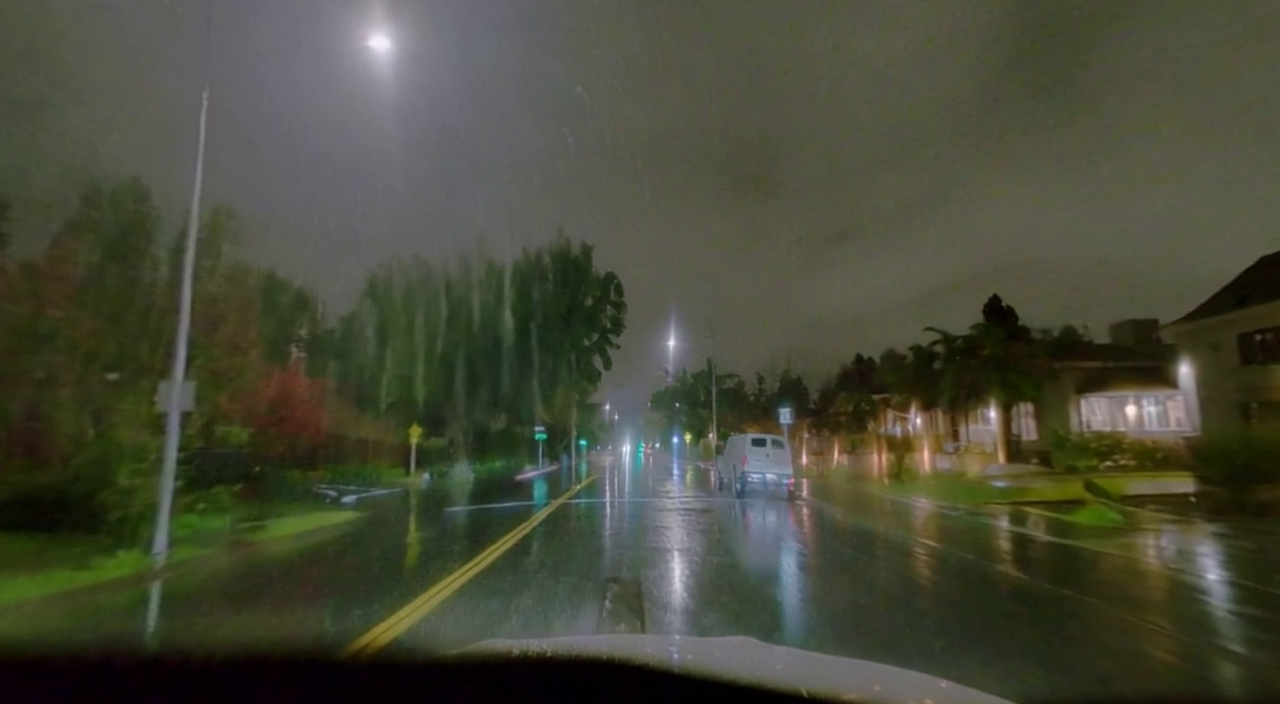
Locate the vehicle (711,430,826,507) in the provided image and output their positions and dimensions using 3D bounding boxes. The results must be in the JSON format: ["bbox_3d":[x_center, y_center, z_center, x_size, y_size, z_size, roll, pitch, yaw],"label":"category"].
[{"bbox_3d":[3.206,3.015,16.762,2.086,1.726,4.384,-1,-9,0],"label":"vehicle"}]
